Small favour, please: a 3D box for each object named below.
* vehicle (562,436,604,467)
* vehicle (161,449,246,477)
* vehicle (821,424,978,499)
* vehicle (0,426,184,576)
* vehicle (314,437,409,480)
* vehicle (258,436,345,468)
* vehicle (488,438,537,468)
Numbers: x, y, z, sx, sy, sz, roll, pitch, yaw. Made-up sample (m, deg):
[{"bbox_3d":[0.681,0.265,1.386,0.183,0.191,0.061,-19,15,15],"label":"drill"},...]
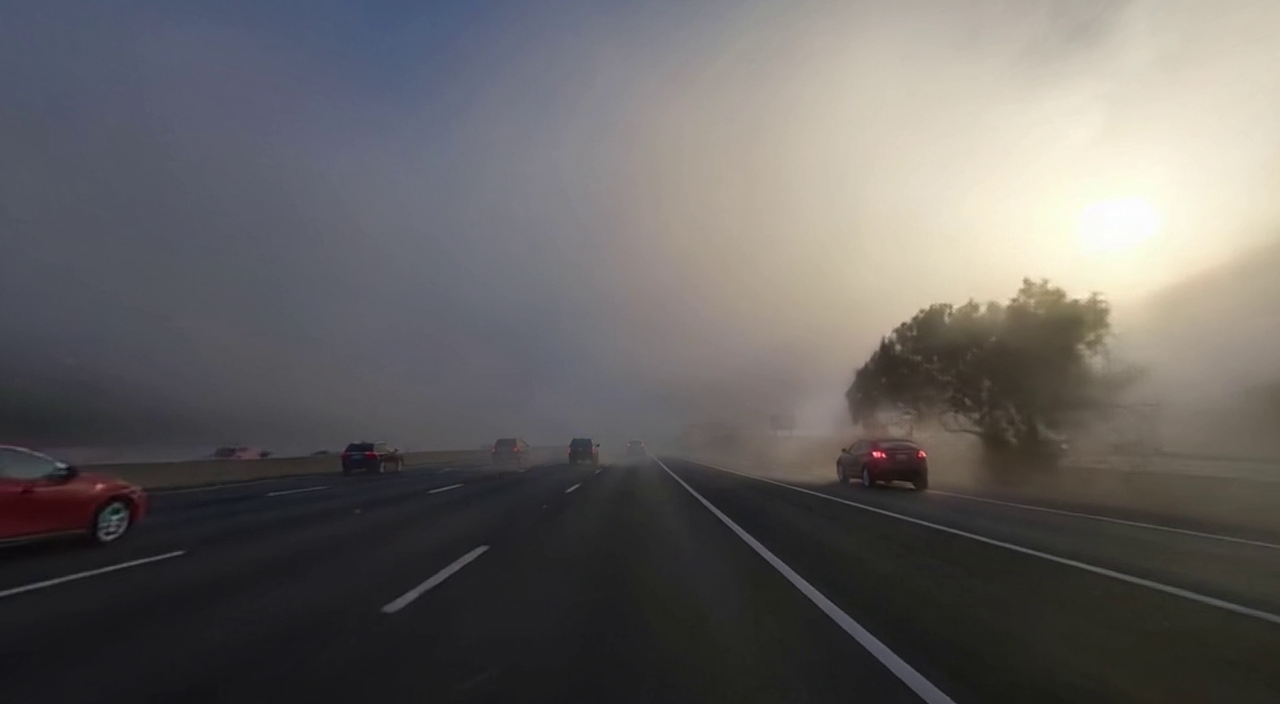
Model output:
[{"bbox_3d":[-3.798,6.735,42.859,2.288,1.962,5.119,0,-9,1],"label":"vehicle"},{"bbox_3d":[-24.836,6.313,36.025,1.866,1.490,4.134,0,-9,0],"label":"vehicle"},{"bbox_3d":[7.082,3.050,17.934,2.259,1.816,4.862,0,-9,-2],"label":"vehicle"},{"bbox_3d":[-7.434,1.498,6.382,2.071,1.486,4.703,0,-9,0],"label":"vehicle"},{"bbox_3d":[-11.329,4.354,25.988,1.958,1.633,4.302,0,-9,0],"label":"vehicle"},{"bbox_3d":[-20.881,6.219,39.195,2.209,1.819,5.690,0,-9,1],"label":"vehicle"},{"bbox_3d":[-7.867,6.261,39.215,2.087,1.755,4.457,0,-9,0],"label":"vehicle"}]
